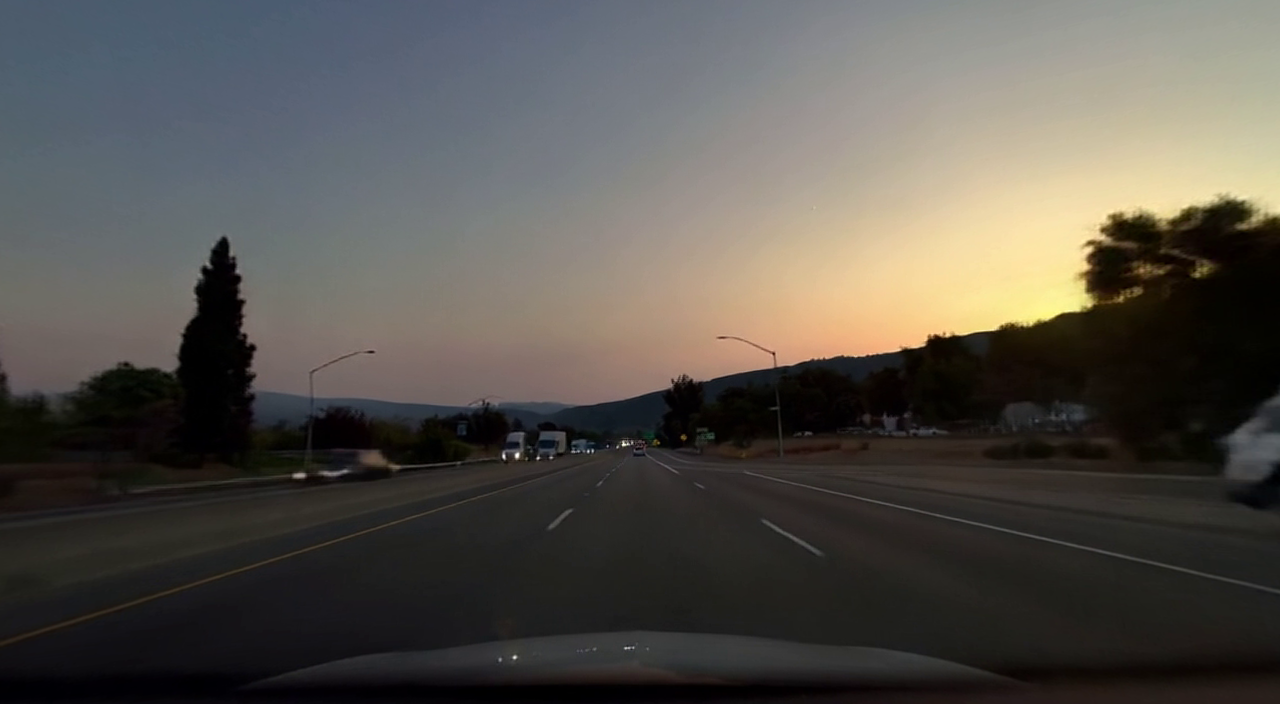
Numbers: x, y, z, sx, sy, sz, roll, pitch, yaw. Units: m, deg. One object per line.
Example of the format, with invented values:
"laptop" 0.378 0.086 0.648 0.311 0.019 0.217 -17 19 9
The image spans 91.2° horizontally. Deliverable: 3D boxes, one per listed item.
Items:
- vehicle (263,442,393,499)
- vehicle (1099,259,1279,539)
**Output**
"vehicle" -11.799 4.496 24.262 2.333 1.934 5.297 0 -9 0
"vehicle" 10.787 0.684 9.167 2.952 4.015 6.438 0 -9 -1
